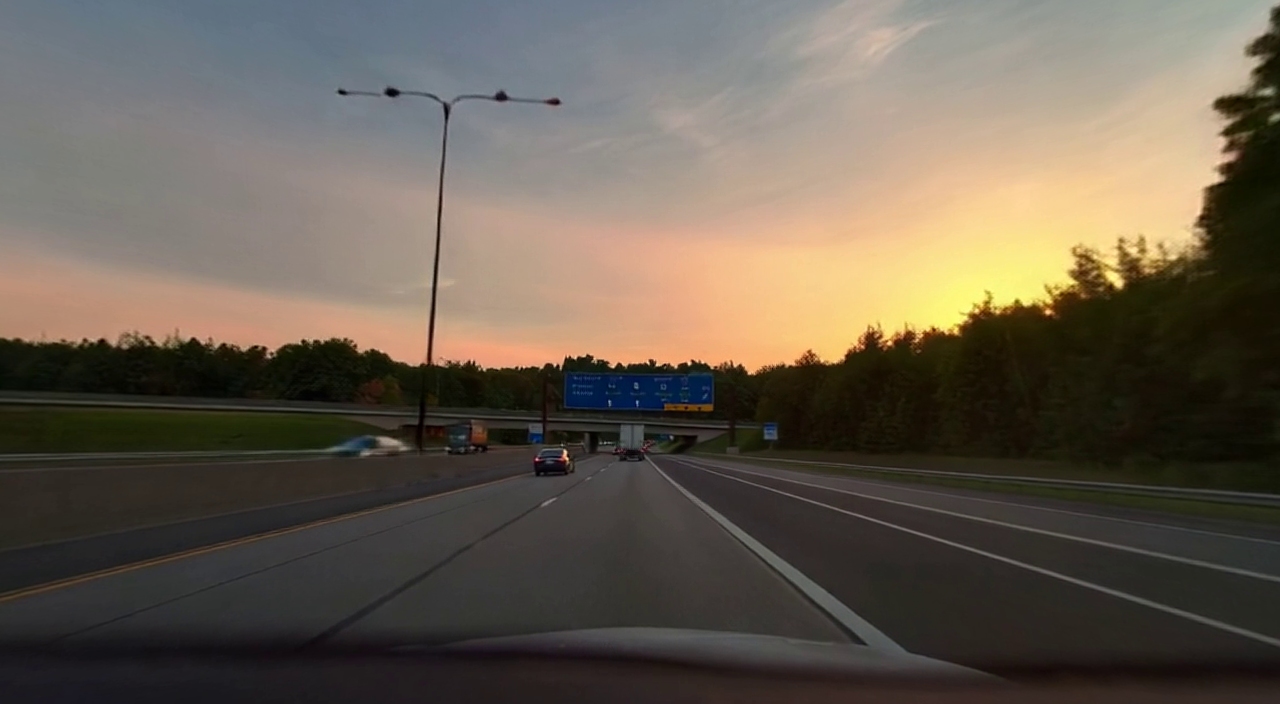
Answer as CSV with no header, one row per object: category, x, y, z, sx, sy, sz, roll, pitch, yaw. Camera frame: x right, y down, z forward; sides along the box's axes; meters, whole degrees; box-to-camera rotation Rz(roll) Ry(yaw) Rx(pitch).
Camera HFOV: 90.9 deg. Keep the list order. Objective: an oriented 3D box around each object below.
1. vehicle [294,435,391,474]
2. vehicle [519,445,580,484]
vehicle,-12.585,4.381,27.050,1.939,1.504,4.721,0,-9,-1
vehicle,-3.900,4.913,27.823,2.042,1.526,4.516,0,-9,0
